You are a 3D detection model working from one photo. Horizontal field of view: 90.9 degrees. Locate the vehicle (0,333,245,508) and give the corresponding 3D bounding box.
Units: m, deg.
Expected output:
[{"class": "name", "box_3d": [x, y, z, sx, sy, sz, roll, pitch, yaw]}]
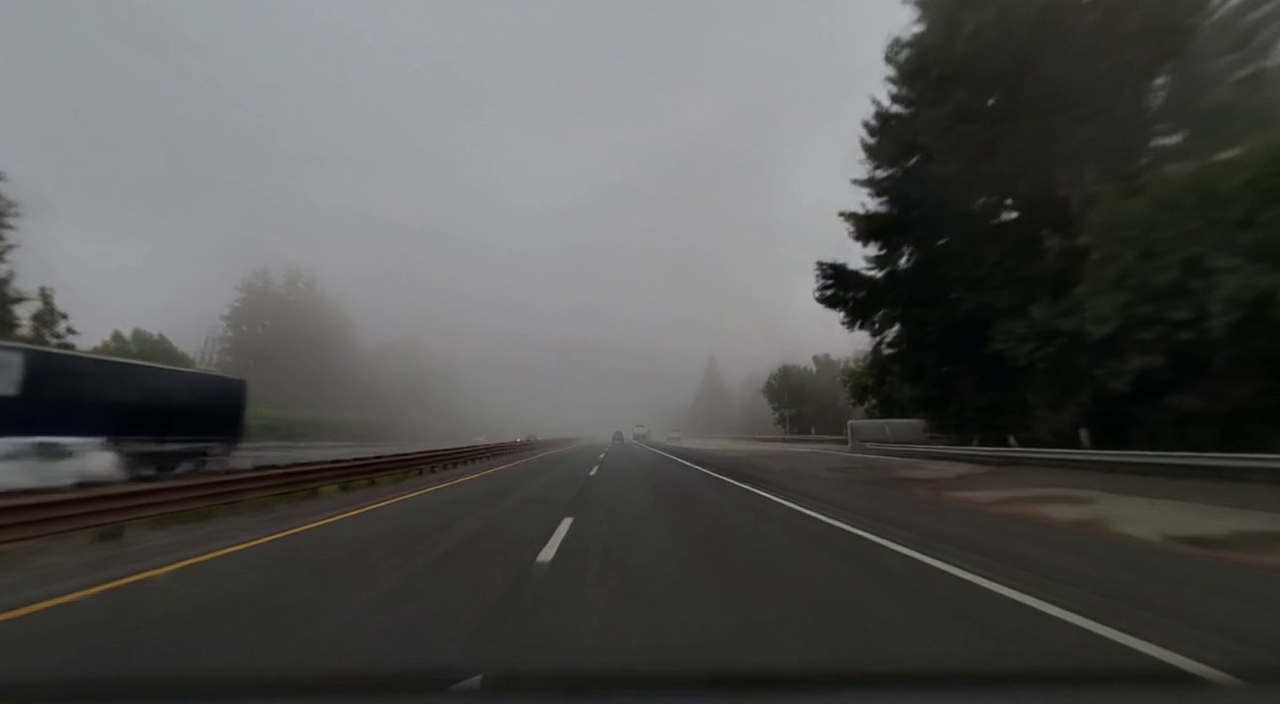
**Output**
[{"class": "vehicle", "box_3d": [-16.571, 1.938, 17.211, 2.884, 4.071, 14.033, 0, -8, -2]}]
